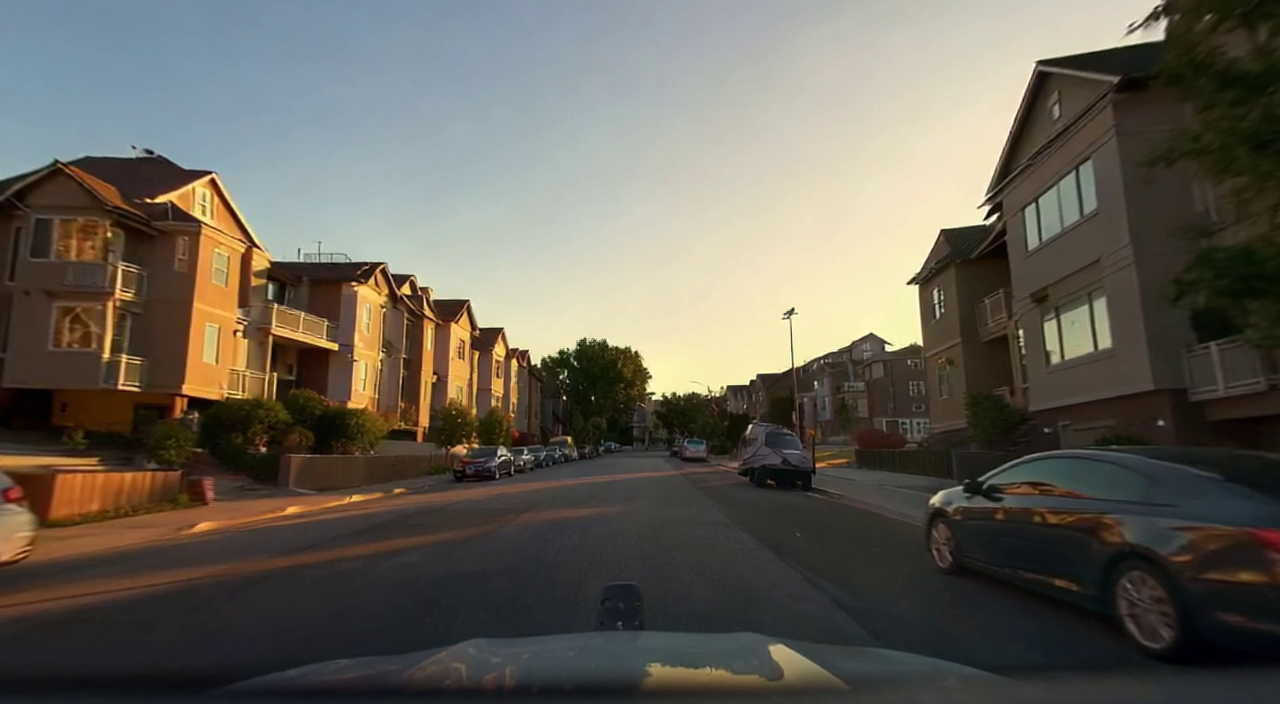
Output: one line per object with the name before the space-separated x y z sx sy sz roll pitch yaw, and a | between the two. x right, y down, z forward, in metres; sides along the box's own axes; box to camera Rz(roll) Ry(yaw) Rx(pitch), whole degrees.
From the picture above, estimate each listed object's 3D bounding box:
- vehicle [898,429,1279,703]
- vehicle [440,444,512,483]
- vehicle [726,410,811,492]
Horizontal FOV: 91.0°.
vehicle | 4.086 1.435 5.214 2.047 1.473 4.702 0 -8 2
vehicle | -7.015 4.833 27.429 2.003 1.501 4.779 -1 -9 -2
vehicle | 4.091 3.209 20.400 2.158 2.478 2.078 -1 -10 -2
